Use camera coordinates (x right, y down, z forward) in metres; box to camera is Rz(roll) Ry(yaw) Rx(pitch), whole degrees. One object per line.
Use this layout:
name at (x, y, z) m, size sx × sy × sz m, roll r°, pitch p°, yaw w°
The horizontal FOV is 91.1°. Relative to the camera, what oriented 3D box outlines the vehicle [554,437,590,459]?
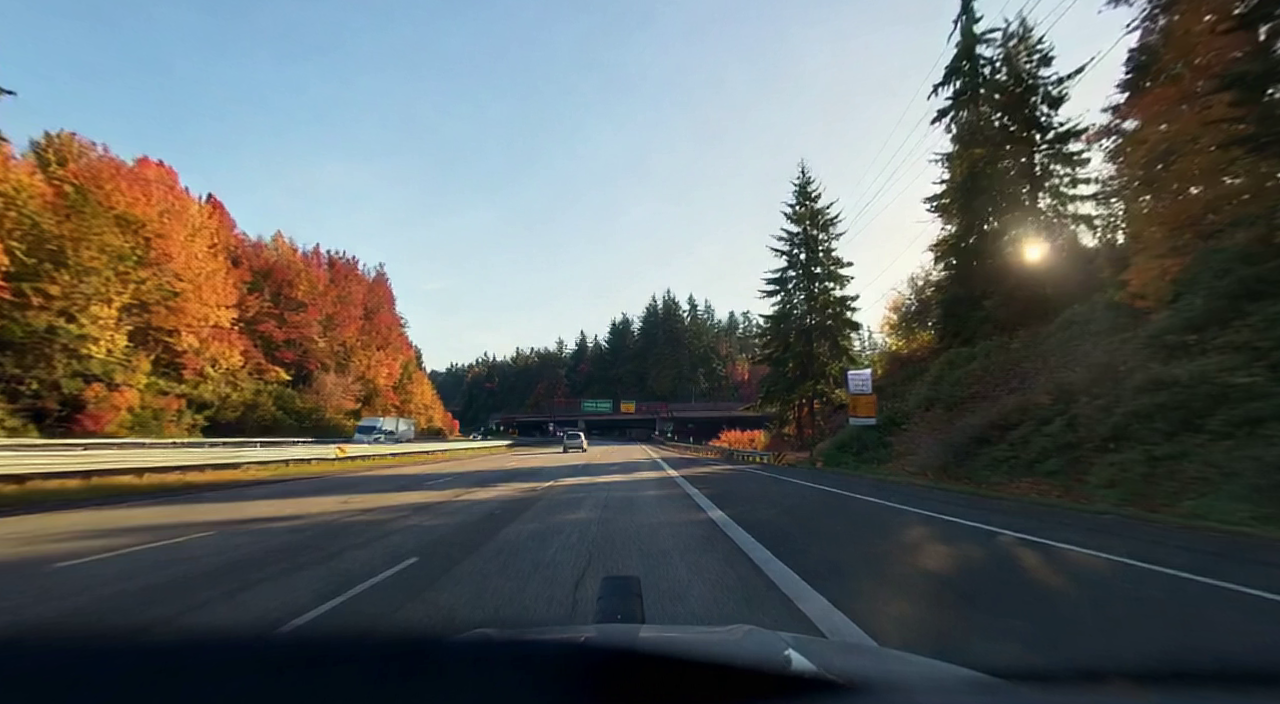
vehicle at (-4.911, 6.961, 45.773) m, size 2.162 × 1.491 × 4.062 m, roll 0°, pitch -8°, yaw 0°
